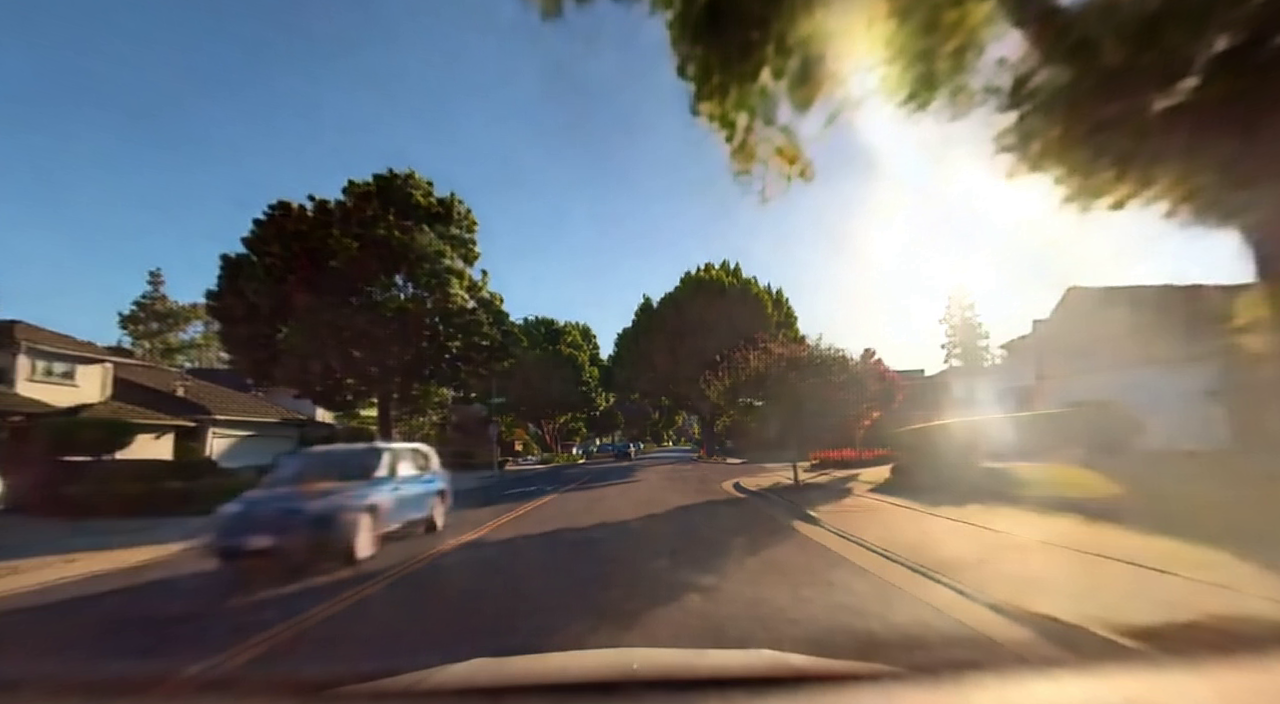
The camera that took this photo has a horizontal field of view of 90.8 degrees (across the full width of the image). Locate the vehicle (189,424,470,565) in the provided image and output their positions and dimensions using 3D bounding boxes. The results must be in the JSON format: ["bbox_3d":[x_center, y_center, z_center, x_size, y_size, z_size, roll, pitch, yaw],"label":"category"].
[{"bbox_3d":[-4.484,2.115,10.190,2.131,1.731,4.533,0,-9,1],"label":"vehicle"}]
